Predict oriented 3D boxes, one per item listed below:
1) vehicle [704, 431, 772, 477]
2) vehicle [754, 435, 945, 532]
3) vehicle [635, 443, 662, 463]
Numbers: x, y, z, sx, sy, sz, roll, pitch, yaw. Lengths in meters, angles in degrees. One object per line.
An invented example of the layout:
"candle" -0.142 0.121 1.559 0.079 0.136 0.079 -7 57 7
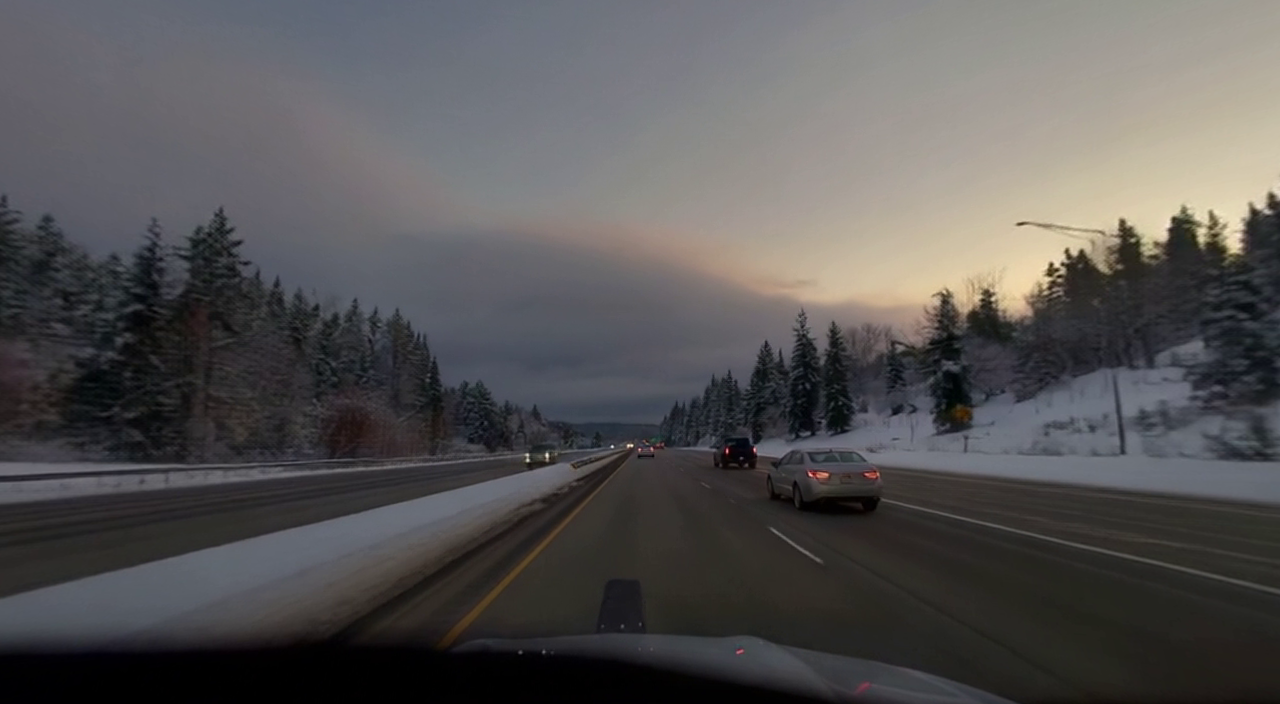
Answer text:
"vehicle" 4.398 4.651 29.040 2.206 1.902 5.460 0 -8 -1
"vehicle" 3.648 2.363 12.044 1.904 1.453 4.789 0 -8 -2
"vehicle" 0.654 7.974 49.746 2.052 1.472 4.295 0 -8 0
